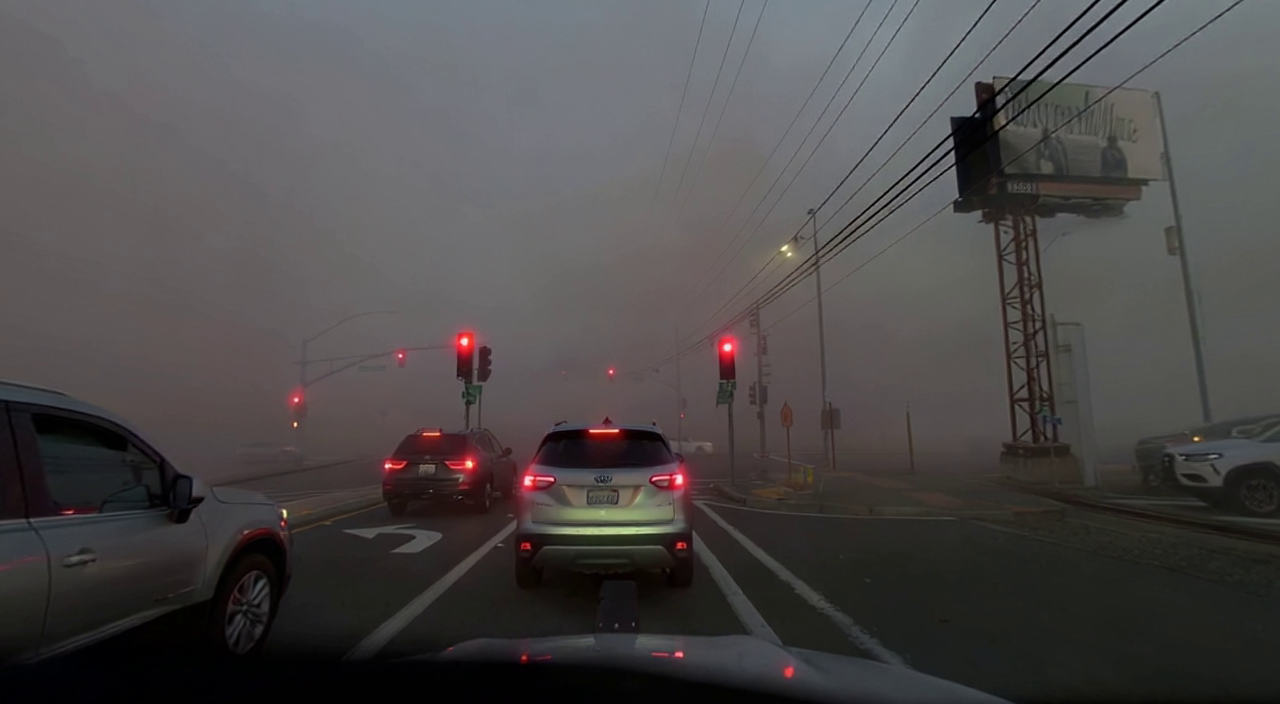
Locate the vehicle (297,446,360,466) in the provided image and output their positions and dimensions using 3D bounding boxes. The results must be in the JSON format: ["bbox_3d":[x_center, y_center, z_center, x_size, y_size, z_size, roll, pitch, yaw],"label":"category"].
[{"bbox_3d":[-24.198,8.063,49.079,4.357,1.444,1.842,-3,-9,19],"label":"vehicle"}]

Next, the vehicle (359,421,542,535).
[{"bbox_3d":[-3.144,2.189,11.548,1.988,1.678,4.317,0,-9,0],"label":"vehicle"}]

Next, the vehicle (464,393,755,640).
[{"bbox_3d":[-0.219,1.427,6.333,2.025,1.723,3.644,0,-9,0],"label":"vehicle"}]

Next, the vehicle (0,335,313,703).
[{"bbox_3d":[-3.929,0.859,2.977,2.052,1.814,5.184,0,-9,-1],"label":"vehicle"}]

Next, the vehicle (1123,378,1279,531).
[{"bbox_3d":[9.591,1.310,8.190,5.060,1.702,2.033,1,-9,-4],"label":"vehicle"}]
